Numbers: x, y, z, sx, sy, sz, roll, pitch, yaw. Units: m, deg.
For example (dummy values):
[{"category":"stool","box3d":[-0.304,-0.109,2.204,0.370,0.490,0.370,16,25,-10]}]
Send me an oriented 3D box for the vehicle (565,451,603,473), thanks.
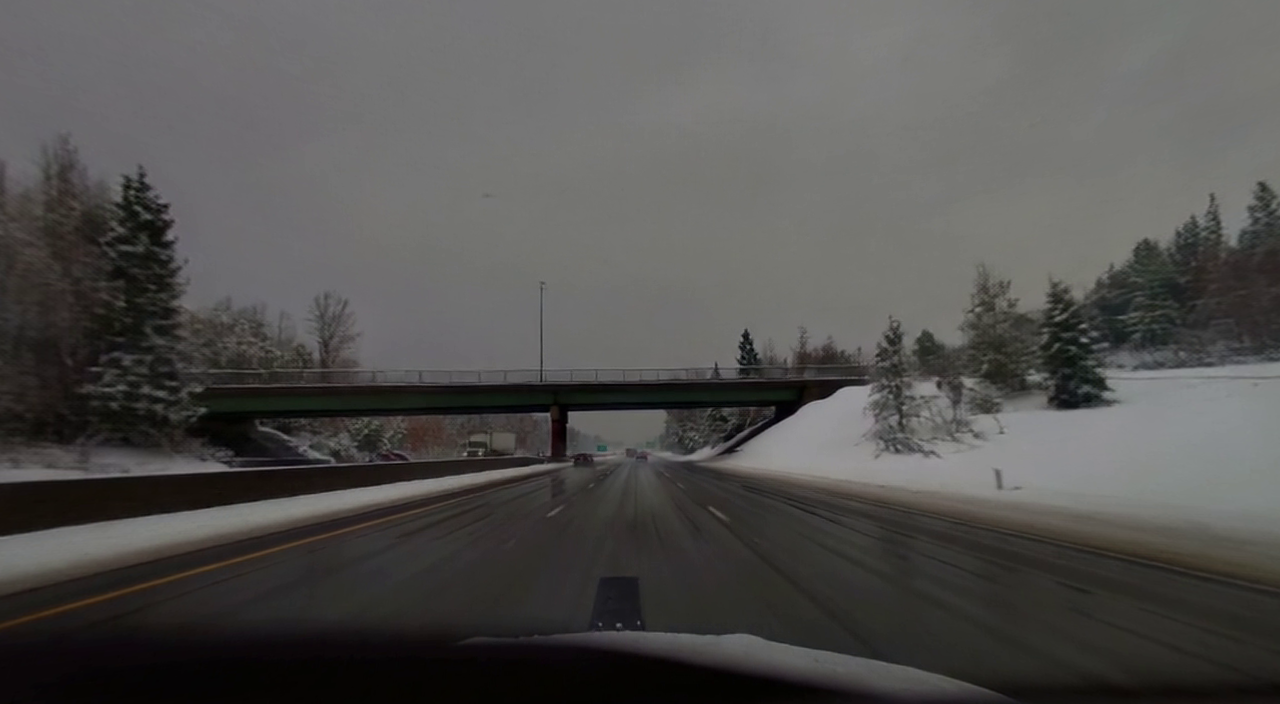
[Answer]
[{"category":"vehicle","box3d":[-3.858,7.642,44.053,2.293,1.462,4.452,0,-9,0]}]
